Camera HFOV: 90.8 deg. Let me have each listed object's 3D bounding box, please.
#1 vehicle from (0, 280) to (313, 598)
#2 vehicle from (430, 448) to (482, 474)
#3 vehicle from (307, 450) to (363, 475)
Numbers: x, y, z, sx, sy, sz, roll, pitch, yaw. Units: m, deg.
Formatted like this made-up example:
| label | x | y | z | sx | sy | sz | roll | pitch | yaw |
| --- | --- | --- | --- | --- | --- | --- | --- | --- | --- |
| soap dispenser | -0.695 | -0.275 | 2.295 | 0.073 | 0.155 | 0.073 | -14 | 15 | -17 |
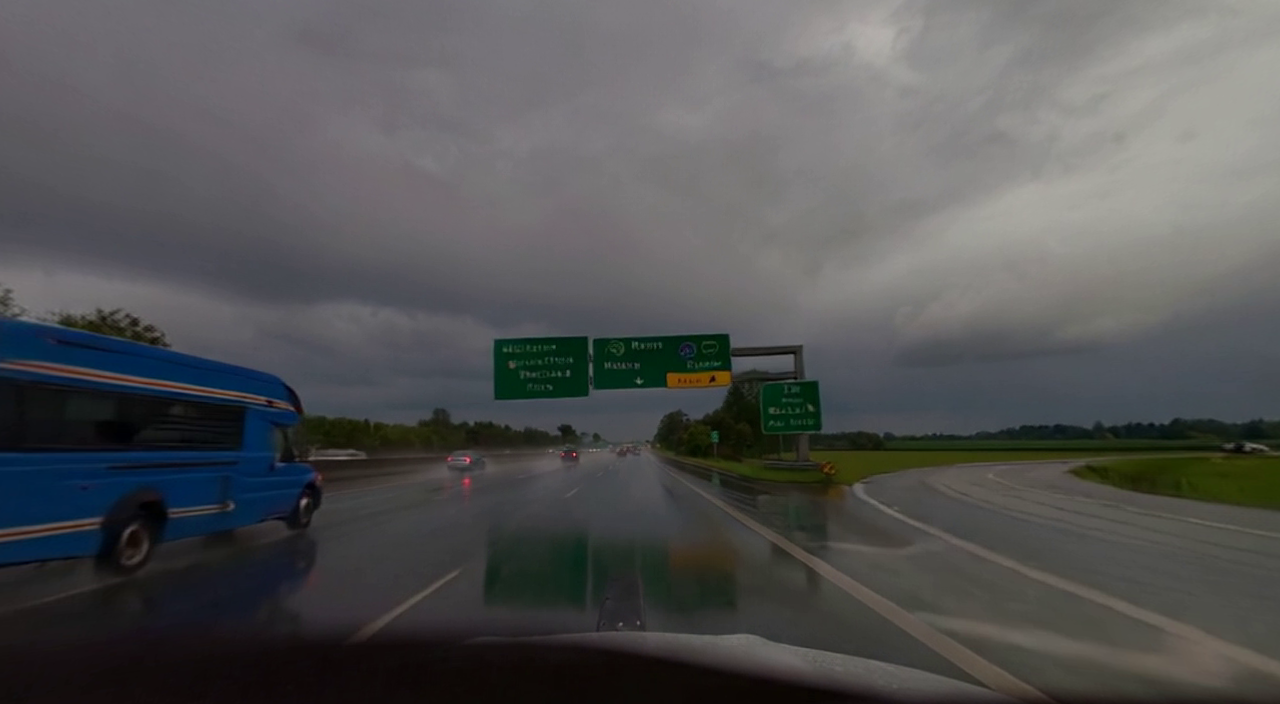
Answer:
| label | x | y | z | sx | sy | sz | roll | pitch | yaw |
| --- | --- | --- | --- | --- | --- | --- | --- | --- | --- |
| vehicle | -7.318 | 1.062 | 7.536 | 2.747 | 2.934 | 7.411 | 0 | -8 | 0 |
| vehicle | -11.383 | 6.745 | 39.317 | 1.981 | 1.503 | 4.207 | 0 | -8 | 1 |
| vehicle | -19.286 | 6.977 | 40.044 | 1.796 | 1.472 | 3.528 | 0 | -8 | 0 |
